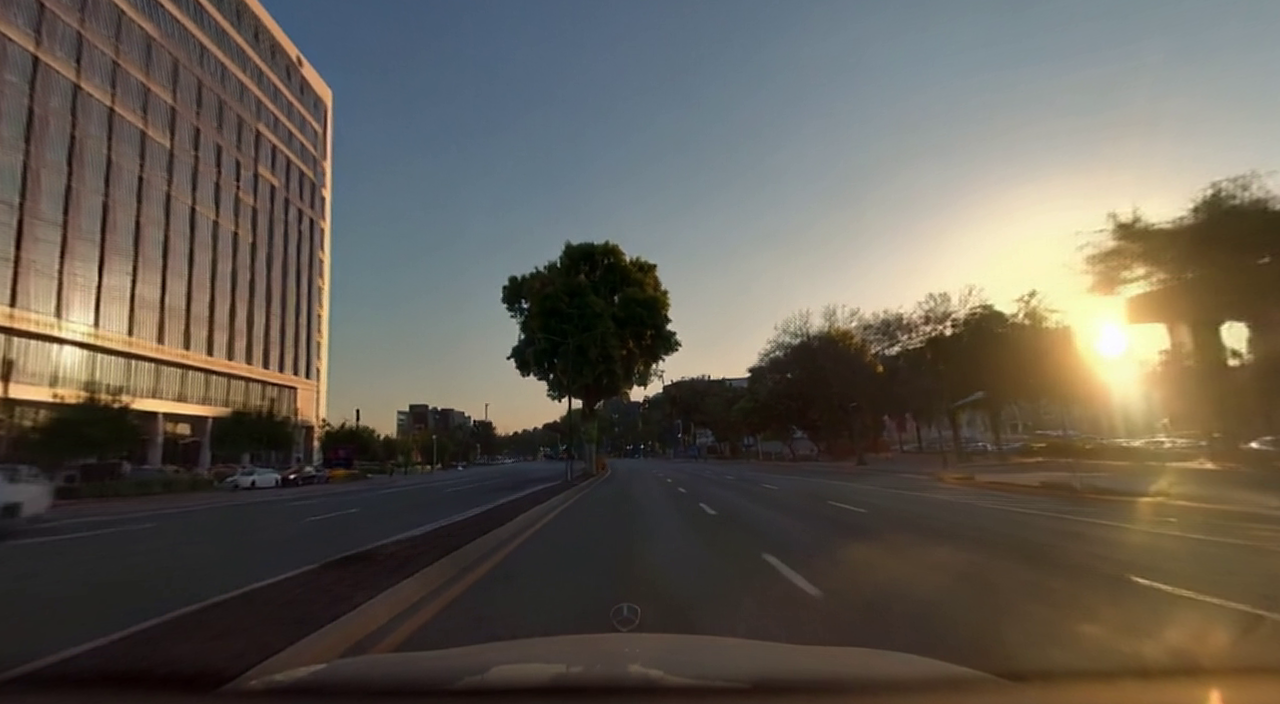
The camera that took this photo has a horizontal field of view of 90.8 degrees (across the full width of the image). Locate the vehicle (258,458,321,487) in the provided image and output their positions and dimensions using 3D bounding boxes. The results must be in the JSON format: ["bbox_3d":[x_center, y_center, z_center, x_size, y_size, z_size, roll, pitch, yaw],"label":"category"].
[{"bbox_3d":[-25.878,8.902,46.910,2.136,1.843,5.019,0,-8,-5],"label":"vehicle"}]

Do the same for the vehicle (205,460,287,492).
[{"bbox_3d":[-25.483,8.033,41.157,2.099,1.814,5.092,0,-8,-1],"label":"vehicle"}]
